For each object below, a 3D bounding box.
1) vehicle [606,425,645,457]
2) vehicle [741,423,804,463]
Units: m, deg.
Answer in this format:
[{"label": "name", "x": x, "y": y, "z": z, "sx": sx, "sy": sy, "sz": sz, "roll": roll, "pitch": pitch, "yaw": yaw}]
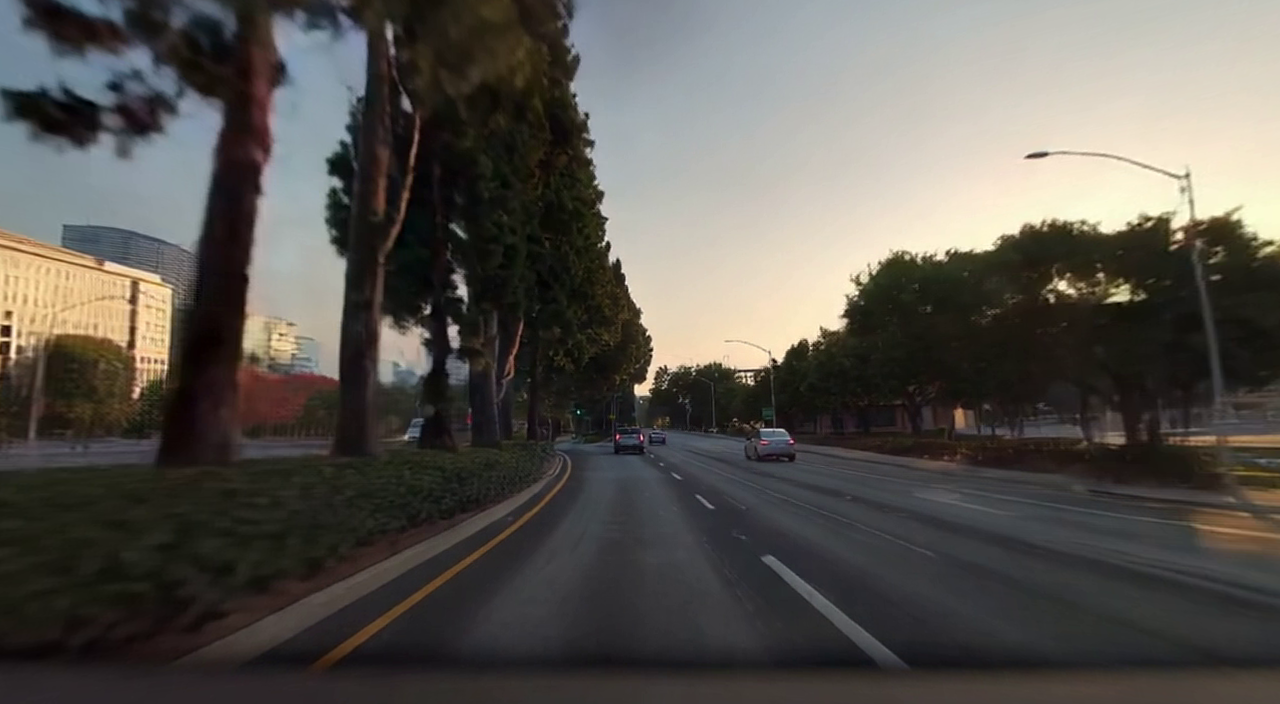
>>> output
[{"label": "vehicle", "x": -0.878, "y": 5.312, "z": 37.670, "sx": 2.193, "sy": 1.794, "sz": 4.457, "roll": 0, "pitch": -8, "yaw": -2}, {"label": "vehicle", "x": 6.411, "y": 4.493, "z": 31.116, "sx": 2.026, "sy": 1.804, "sz": 4.565, "roll": 0, "pitch": -8, "yaw": -1}]
